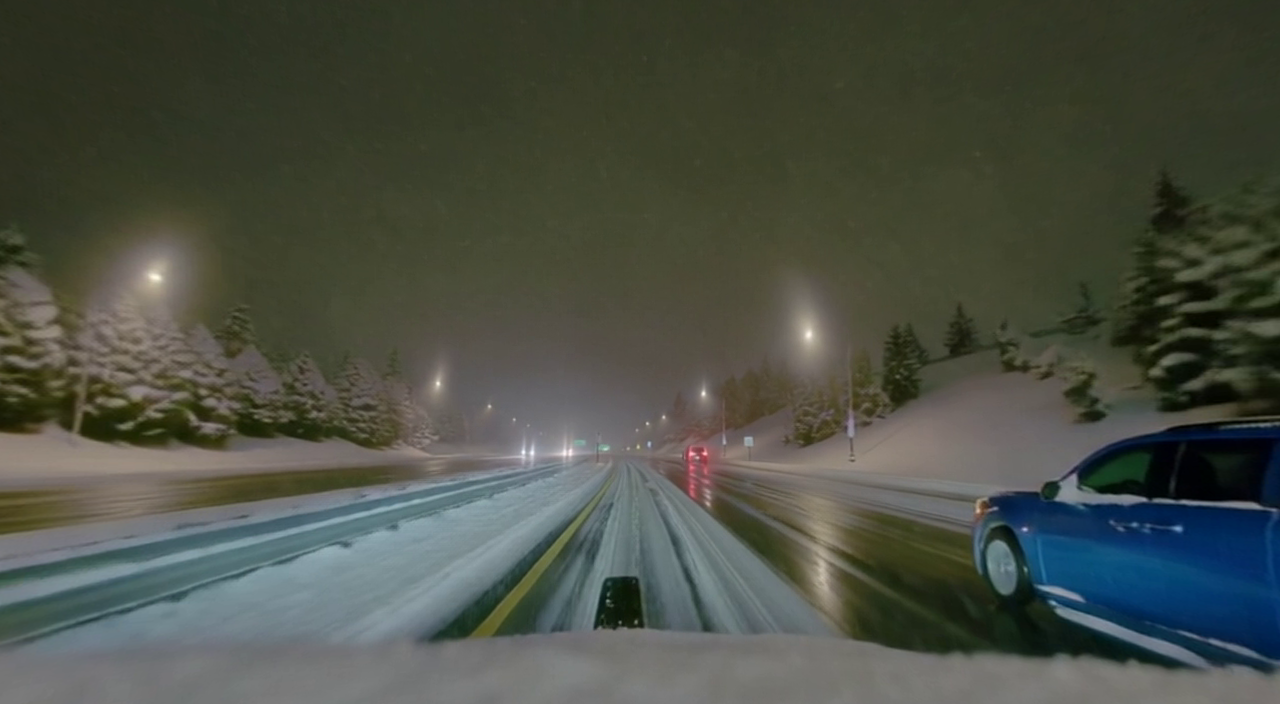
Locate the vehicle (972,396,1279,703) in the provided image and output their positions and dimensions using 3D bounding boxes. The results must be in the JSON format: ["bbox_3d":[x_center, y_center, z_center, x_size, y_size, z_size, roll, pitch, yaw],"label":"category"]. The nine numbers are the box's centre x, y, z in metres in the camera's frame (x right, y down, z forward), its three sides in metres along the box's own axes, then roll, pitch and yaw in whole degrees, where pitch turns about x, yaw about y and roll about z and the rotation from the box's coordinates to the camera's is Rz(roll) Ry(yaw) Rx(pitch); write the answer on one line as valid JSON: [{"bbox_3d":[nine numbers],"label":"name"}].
[{"bbox_3d":[3.810,1.046,3.055,2.002,1.604,4.265,0,-9,0],"label":"vehicle"}]
